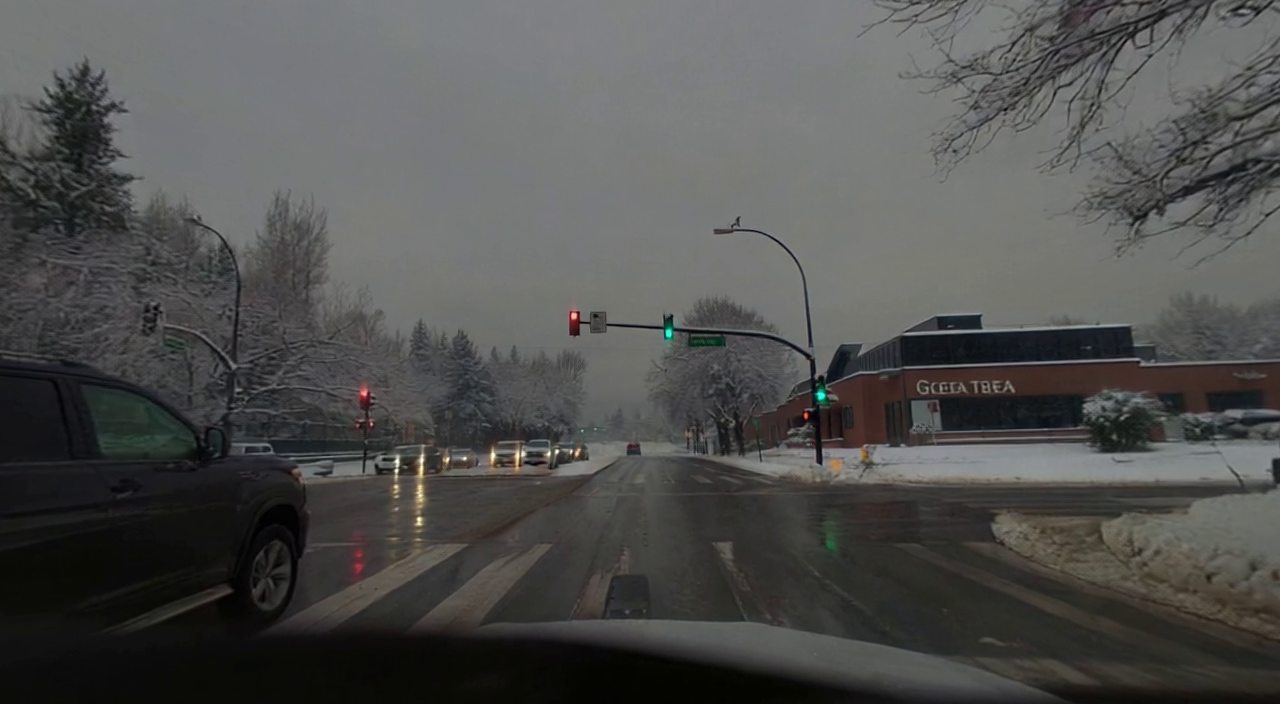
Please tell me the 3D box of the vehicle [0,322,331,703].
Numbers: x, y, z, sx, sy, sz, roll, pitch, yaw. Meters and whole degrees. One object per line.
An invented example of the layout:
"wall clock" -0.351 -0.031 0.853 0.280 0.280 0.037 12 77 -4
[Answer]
"vehicle" -3.492 0.841 2.803 2.000 1.789 4.638 0 -8 -2

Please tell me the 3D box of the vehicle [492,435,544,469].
"vehicle" -7.166 5.915 37.468 2.081 1.818 4.782 0 -8 1

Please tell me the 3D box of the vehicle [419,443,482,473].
"vehicle" -10.633 5.974 35.700 2.041 1.548 4.868 0 -8 0

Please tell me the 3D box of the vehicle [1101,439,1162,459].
"vehicle" 38.494 7.588 49.484 1.837 1.514 4.786 -2 -9 13

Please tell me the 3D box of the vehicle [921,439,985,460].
"vehicle" 21.502 6.695 43.346 3.576 1.425 1.702 2 -9 -12

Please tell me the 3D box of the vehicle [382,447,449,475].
"vehicle" -13.003 6.329 36.850 2.011 1.480 4.747 0 -8 3

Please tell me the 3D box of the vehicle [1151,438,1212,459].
"vehicle" 41.098 7.335 47.919 1.767 1.456 4.191 -4 -10 15
